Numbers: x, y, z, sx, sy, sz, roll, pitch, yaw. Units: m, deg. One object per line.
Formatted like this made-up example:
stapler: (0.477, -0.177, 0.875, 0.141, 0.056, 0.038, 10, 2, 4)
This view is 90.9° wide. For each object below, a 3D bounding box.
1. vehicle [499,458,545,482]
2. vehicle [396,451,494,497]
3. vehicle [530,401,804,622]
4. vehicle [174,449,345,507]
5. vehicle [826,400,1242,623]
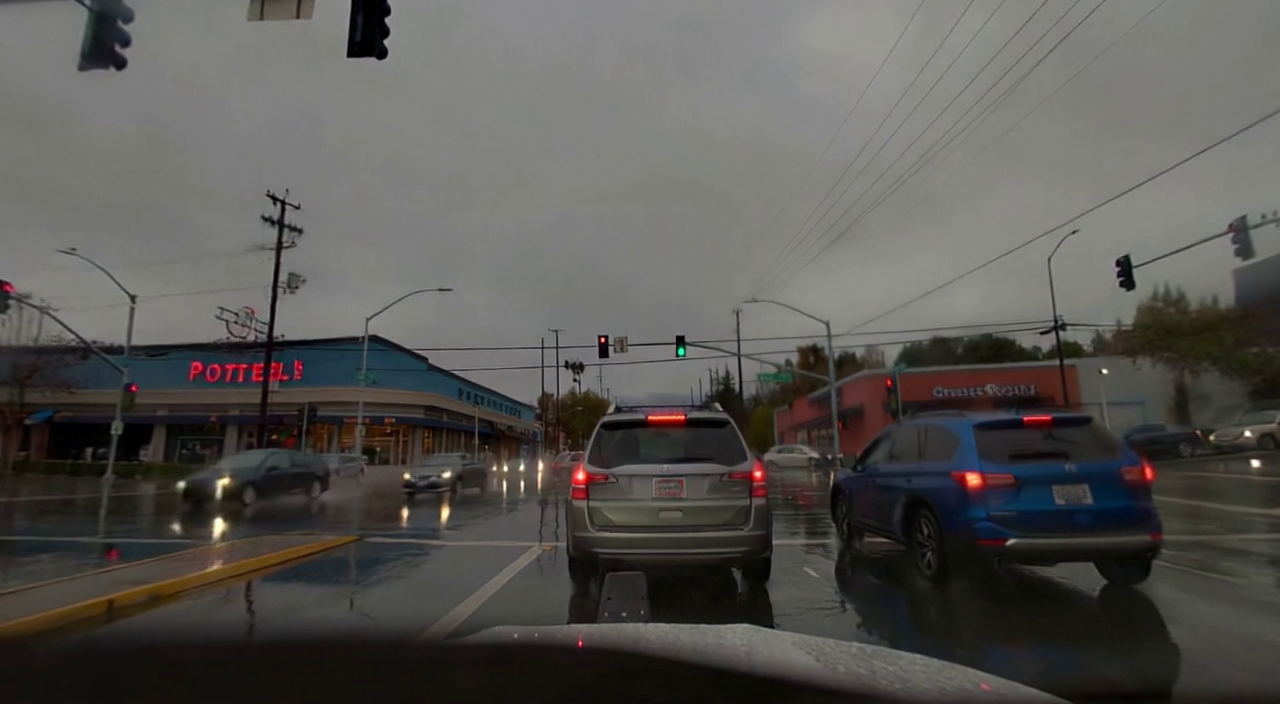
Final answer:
vehicle: (-8.383, 8.438, 45.289, 1.911, 1.461, 4.691, -1, -8, 6)
vehicle: (-6.885, 4.322, 22.766, 1.924, 1.453, 4.343, -1, -8, 4)
vehicle: (0.260, 1.506, 6.827, 2.098, 1.682, 3.778, 0, -8, 2)
vehicle: (-11.212, 3.710, 19.108, 1.958, 1.493, 4.795, -1, -8, 4)
vehicle: (3.607, 1.516, 6.946, 1.976, 1.664, 4.189, -1, -8, 2)
